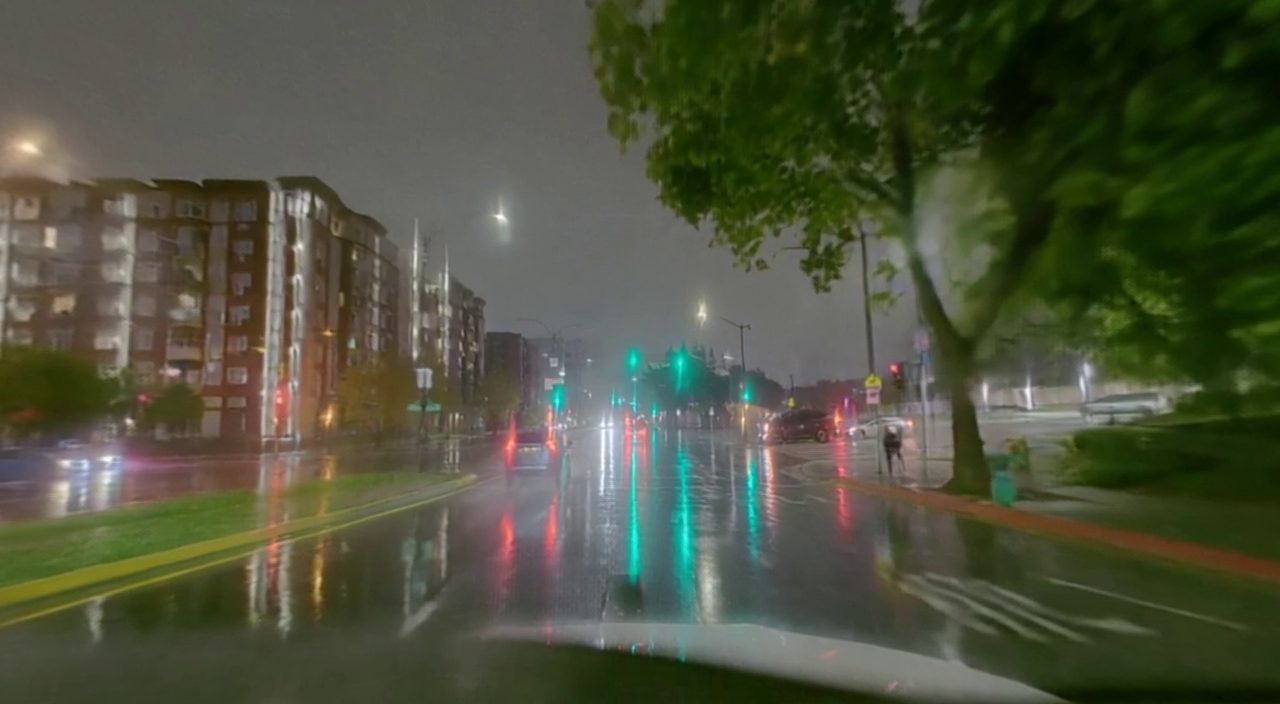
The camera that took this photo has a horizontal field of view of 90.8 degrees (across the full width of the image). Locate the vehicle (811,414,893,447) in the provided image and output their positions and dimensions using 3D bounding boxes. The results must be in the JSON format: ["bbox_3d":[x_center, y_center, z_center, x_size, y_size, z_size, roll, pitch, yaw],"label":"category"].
[{"bbox_3d":[13.158,4.877,39.427,4.328,1.742,1.942,-3,-5,-1],"label":"vehicle"}]

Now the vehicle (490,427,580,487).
[{"bbox_3d":[-3.287,3.401,20.738,2.116,1.725,4.315,0,-8,1],"label":"vehicle"}]

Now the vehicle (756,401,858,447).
[{"bbox_3d":[11.766,5.109,44.808,6.233,2.668,2.627,-4,-8,-3],"label":"vehicle"}]

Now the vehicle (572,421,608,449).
[{"bbox_3d":[-3.424,5.849,44.279,2.152,1.802,4.628,0,-8,0],"label":"vehicle"}]

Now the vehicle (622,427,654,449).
[{"bbox_3d":[-0.170,6.032,44.252,2.095,1.438,3.843,0,-8,-1],"label":"vehicle"}]
